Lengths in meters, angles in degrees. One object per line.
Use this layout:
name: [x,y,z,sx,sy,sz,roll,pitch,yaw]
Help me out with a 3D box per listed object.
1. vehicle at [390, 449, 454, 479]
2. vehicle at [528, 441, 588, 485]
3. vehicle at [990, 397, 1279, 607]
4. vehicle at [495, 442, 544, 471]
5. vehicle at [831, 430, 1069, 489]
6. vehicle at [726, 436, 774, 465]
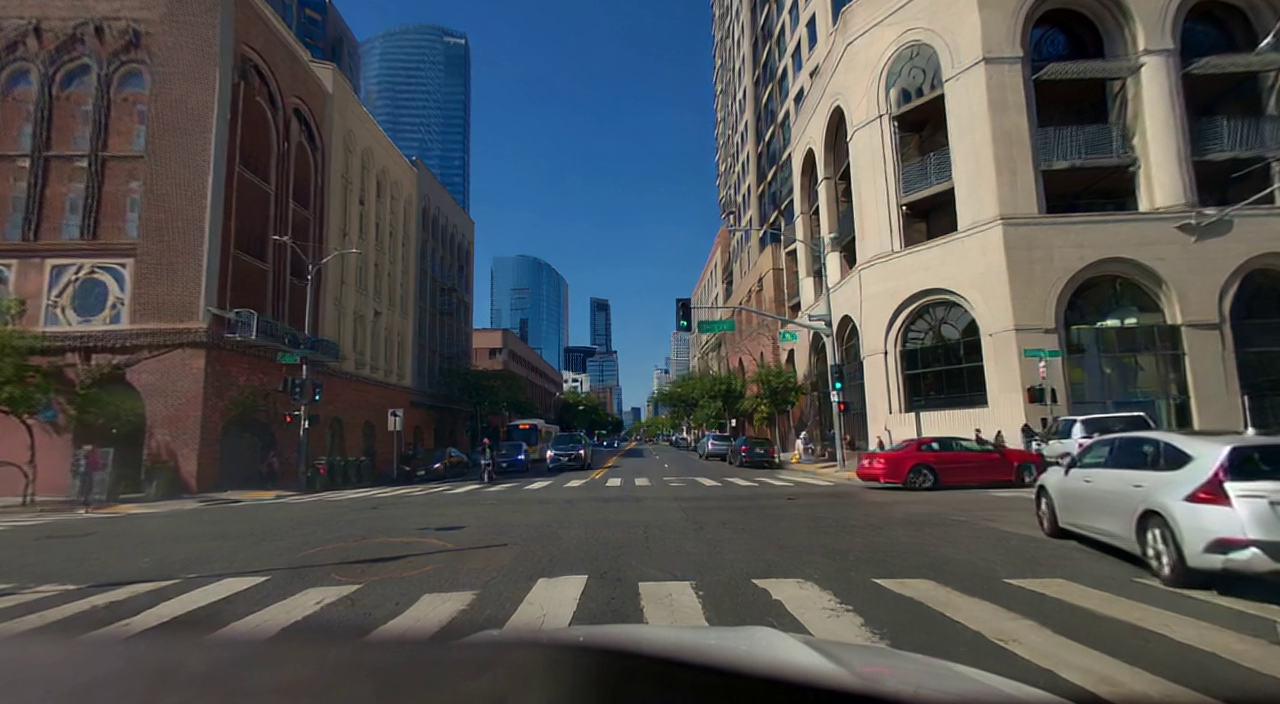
vehicle: [-11.917,6.116,34.794,1.998,1.505,4.405,0,-8,0]
vehicle: [-2.880,3.988,23.056,1.904,1.402,4.759,0,-8,-4]
vehicle: [5.707,1.414,6.871,1.912,1.505,4.889,-2,-9,12]
vehicle: [-6.619,5.761,35.037,1.861,1.508,4.052,0,-8,1]
vehicle: [8.189,2.915,17.223,5.388,1.465,2.050,-1,-8,7]
vehicle: [6.259,5.643,36.298,1.926,1.574,3.961,0,-8,-2]
